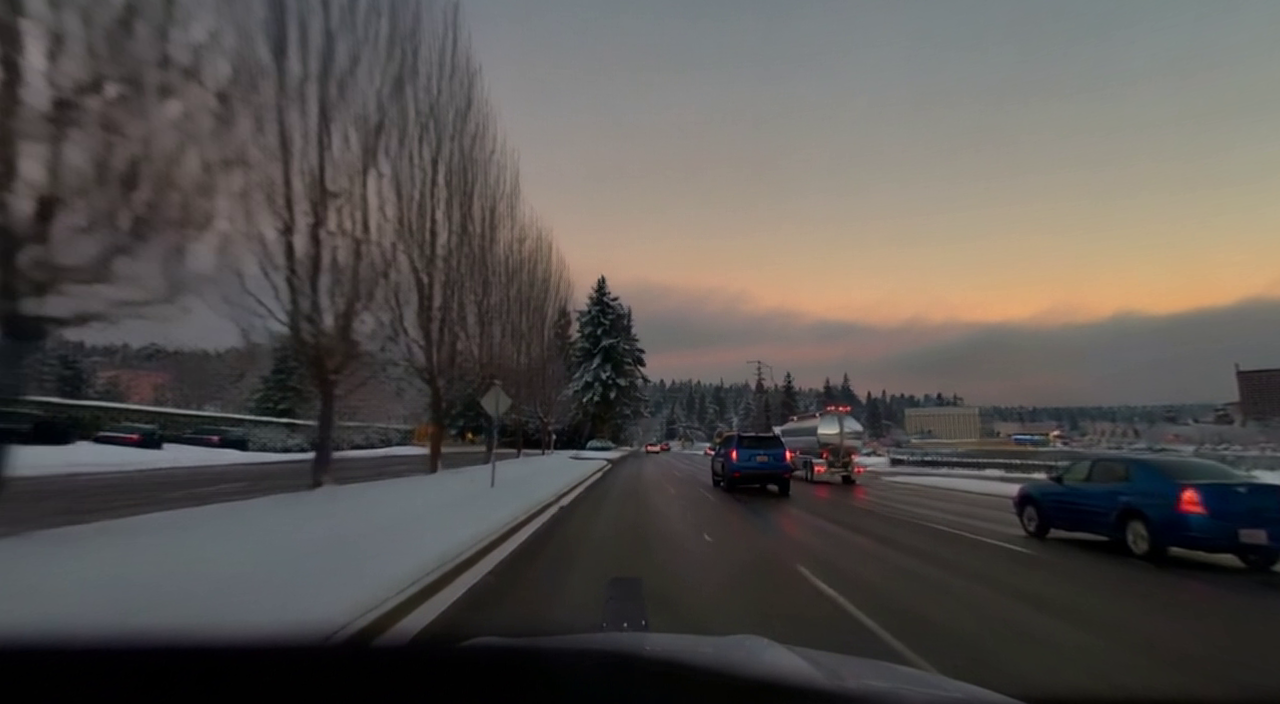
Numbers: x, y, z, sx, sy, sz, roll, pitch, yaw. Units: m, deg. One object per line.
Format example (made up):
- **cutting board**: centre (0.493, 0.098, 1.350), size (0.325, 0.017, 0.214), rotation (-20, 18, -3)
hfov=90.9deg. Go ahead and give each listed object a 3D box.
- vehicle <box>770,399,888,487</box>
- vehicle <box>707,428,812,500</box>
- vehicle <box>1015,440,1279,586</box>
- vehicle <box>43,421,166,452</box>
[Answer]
- **vehicle**: centre (7.640, 3.838, 26.525), size (2.849, 3.207, 6.275), rotation (0, -8, -1)
- **vehicle**: centre (3.156, 3.088, 17.727), size (2.045, 1.729, 4.532), rotation (0, -8, 0)
- **vehicle**: centre (7.464, 1.964, 8.636), size (1.966, 1.476, 4.270), rotation (0, -8, -1)
- **vehicle**: centre (-28.605, 4.533, 33.779), size (4.723, 1.592, 1.994), rotation (0, -8, 1)
